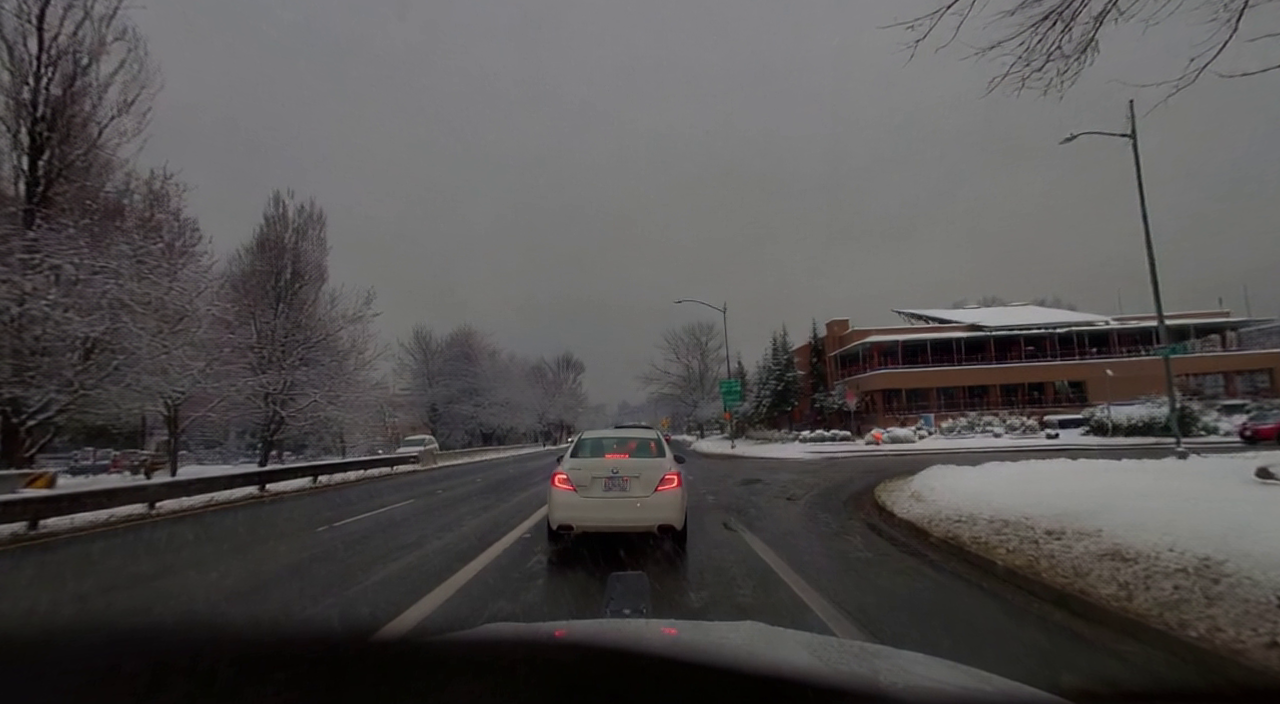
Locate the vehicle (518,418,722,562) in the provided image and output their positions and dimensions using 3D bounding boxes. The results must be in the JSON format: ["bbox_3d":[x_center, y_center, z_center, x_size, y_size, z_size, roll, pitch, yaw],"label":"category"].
[{"bbox_3d":[-0.208,1.741,8.650,2.112,1.482,4.076,0,-8,0],"label":"vehicle"}]

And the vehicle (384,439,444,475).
[{"bbox_3d":[-10.262,4.670,28.380,2.072,1.465,4.394,4,-9,-25],"label":"vehicle"}]
